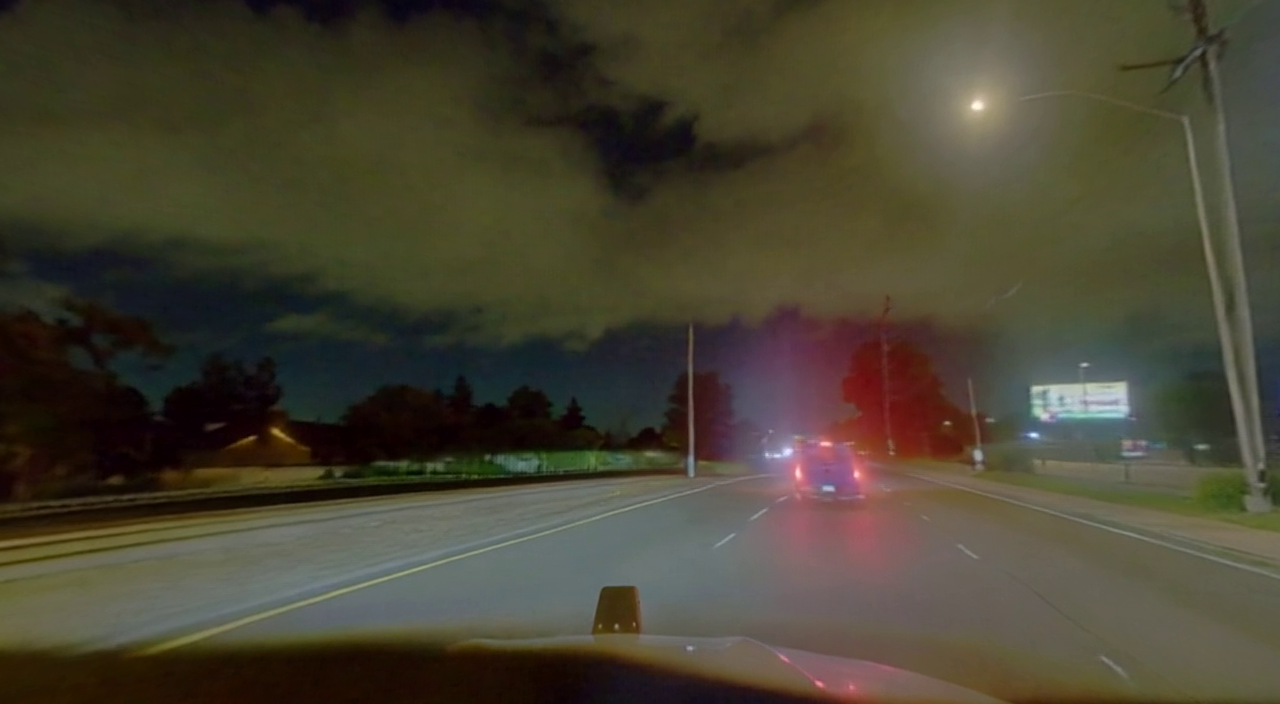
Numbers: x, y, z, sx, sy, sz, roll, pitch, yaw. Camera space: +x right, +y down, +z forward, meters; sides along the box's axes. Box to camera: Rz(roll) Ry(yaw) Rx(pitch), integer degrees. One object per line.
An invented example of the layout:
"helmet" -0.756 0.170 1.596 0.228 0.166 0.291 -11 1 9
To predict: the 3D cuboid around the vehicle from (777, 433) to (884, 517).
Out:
"vehicle" 5.390 3.330 17.716 2.404 1.926 5.251 -3 -9 18
